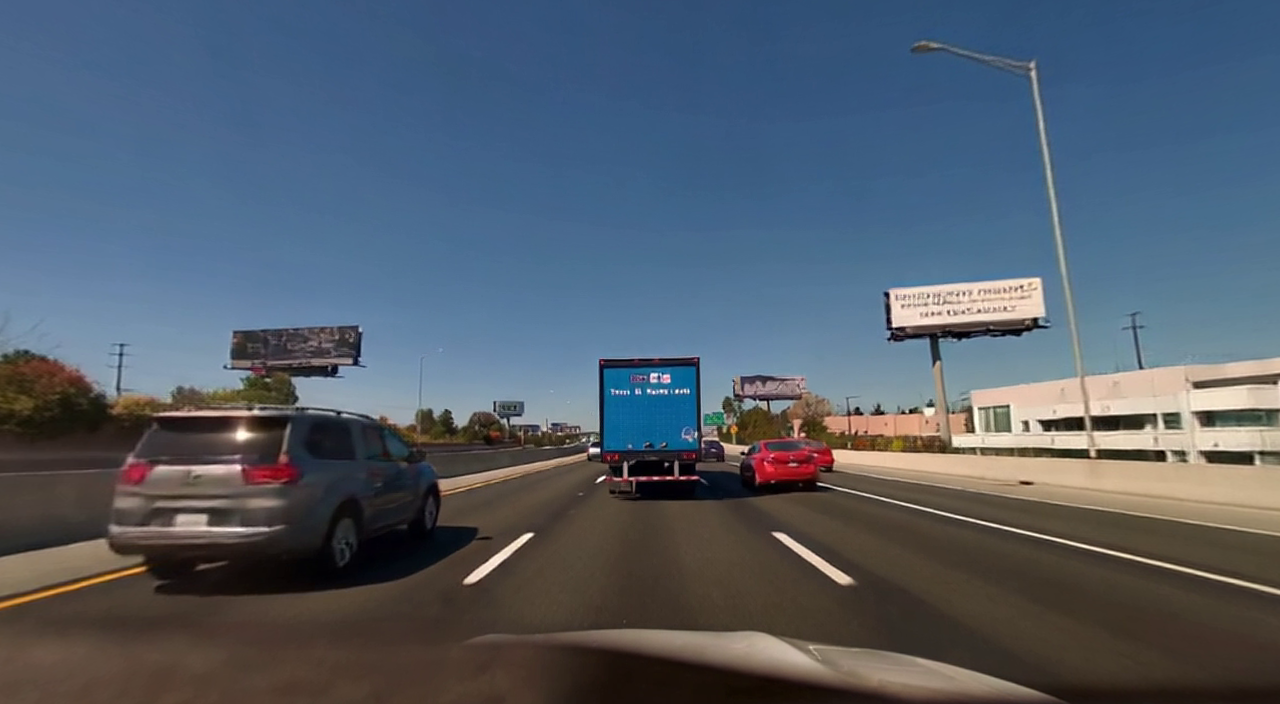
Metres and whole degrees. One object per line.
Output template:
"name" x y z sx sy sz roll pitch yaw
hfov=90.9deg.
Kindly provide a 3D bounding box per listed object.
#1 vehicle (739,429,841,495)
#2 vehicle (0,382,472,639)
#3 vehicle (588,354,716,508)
"vehicle" 4.316 3.225 18.849 1.986 1.718 4.296 0 -8 0
"vehicle" -3.498 1.435 6.711 2.133 1.808 4.349 0 -8 1
"vehicle" 0.368 2.307 17.897 2.733 3.296 8.571 -1 -8 2
